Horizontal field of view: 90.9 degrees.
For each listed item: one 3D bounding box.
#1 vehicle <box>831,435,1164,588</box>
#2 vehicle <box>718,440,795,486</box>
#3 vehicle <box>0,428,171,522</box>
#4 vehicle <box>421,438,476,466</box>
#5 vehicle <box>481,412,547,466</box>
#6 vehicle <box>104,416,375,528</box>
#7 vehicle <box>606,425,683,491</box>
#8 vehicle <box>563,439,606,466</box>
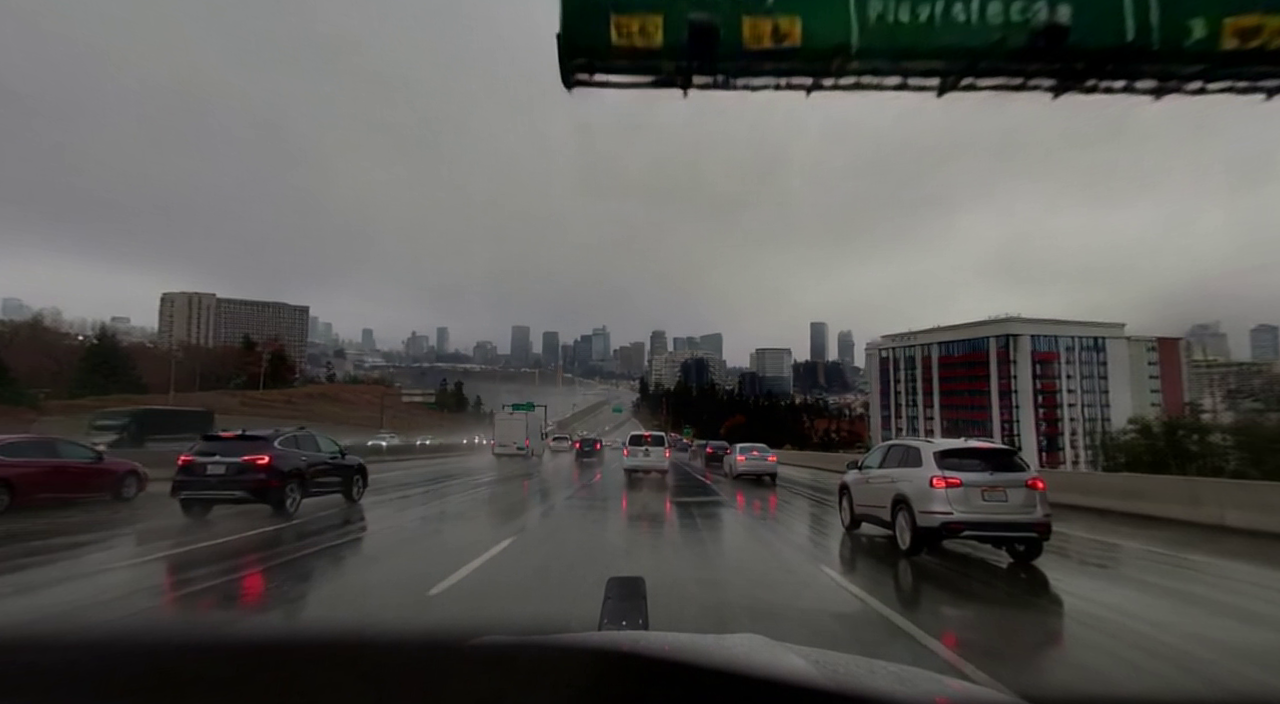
[{"bbox_3d":[4.280,1.912,8.644,1.915,1.482,4.537,1,-8,0],"label":"vehicle"},{"bbox_3d":[4.193,4.047,23.481,1.942,1.487,4.518,1,-8,-1],"label":"vehicle"},{"bbox_3d":[-10.834,2.034,10.835,1.970,1.441,4.555,1,-8,1],"label":"vehicle"},{"bbox_3d":[-10.977,5.707,36.399,1.923,1.480,3.905,1,-8,1],"label":"vehicle"},{"bbox_3d":[-7.168,5.082,36.876,2.358,2.817,7.055,1,-8,0],"label":"vehicle"},{"bbox_3d":[-6.949,2.103,11.703,2.021,1.632,4.417,1,-8,1],"label":"vehicle"},{"bbox_3d":[0.162,3.385,20.656,2.209,1.863,4.626,1,-8,1],"label":"vehicle"},{"bbox_3d":[-3.240,5.993,37.912,2.079,1.499,4.512,1,-8,1],"label":"vehicle"}]
